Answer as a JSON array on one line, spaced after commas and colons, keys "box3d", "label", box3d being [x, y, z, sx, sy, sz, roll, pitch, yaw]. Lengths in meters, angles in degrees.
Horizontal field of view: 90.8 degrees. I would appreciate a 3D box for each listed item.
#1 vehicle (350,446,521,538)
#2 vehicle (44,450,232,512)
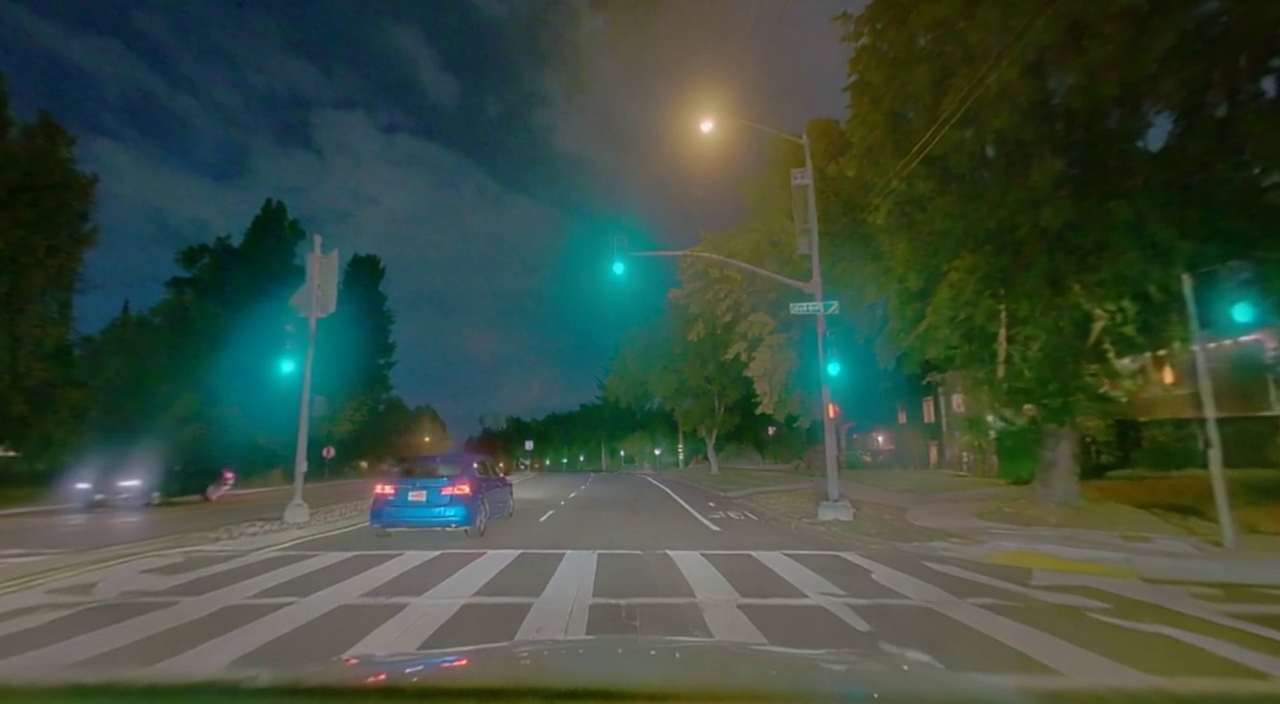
[{"box3d": [-3.850, 2.695, 12.857, 1.980, 1.508, 4.502, 0, -9, 0], "label": "vehicle"}, {"box3d": [-17.542, 4.488, 22.613, 2.228, 1.879, 5.638, 0, -9, -2], "label": "vehicle"}]
